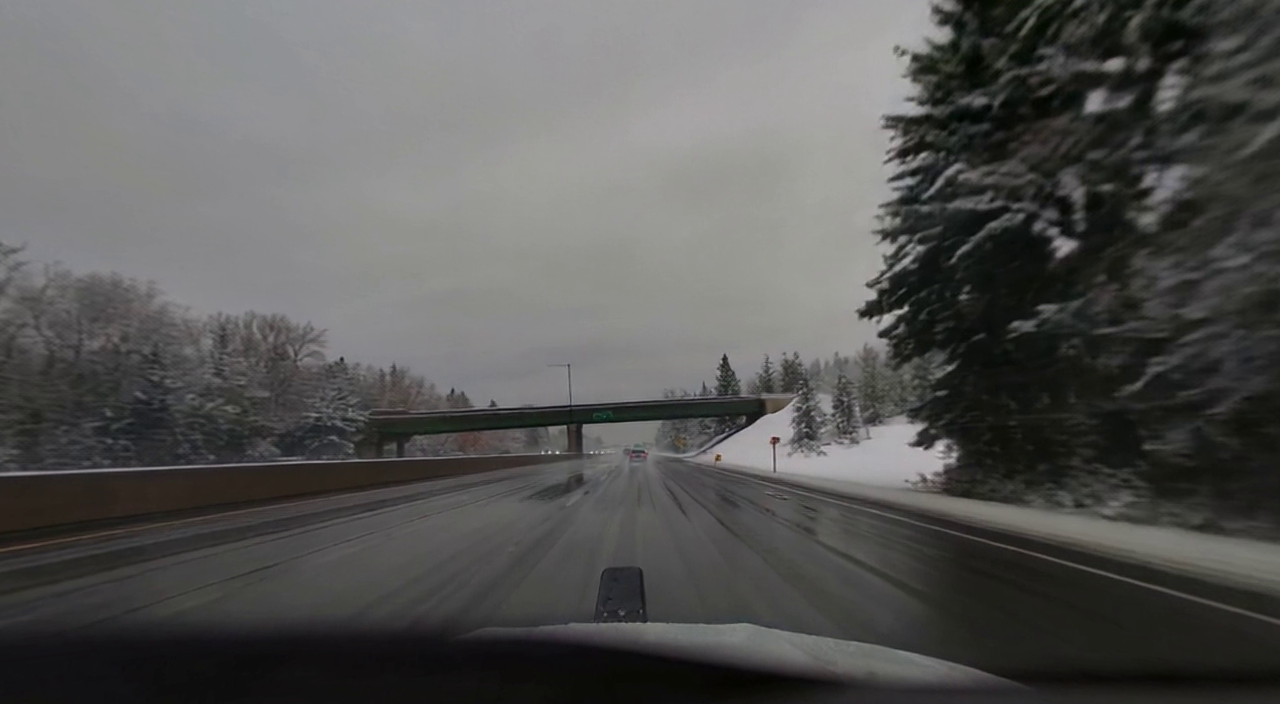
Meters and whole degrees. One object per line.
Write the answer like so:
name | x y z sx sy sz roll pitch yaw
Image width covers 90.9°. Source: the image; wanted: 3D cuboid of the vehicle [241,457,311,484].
vehicle | -23.238 7.580 40.424 1.782 1.561 4.513 0 -9 0
